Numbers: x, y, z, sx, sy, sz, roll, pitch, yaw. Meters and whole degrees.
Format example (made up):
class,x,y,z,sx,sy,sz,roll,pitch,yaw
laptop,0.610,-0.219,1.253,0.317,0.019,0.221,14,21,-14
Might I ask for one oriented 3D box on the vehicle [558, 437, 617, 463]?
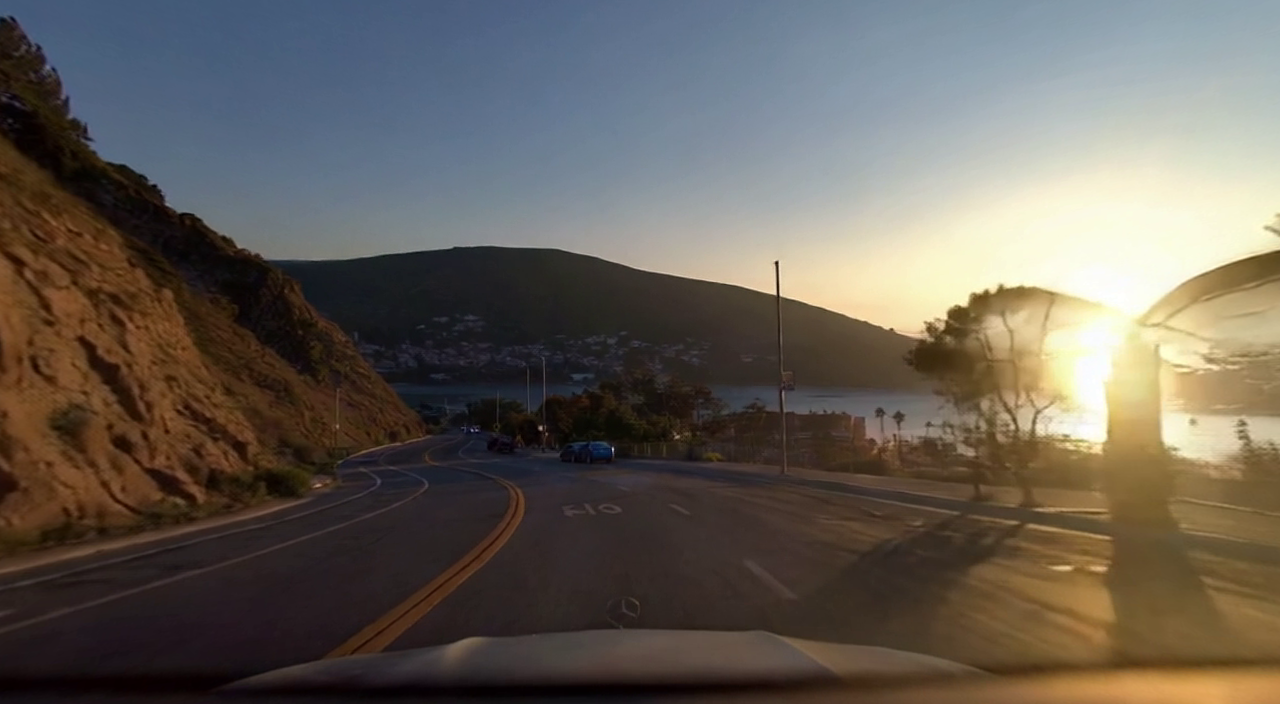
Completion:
class,x,y,z,sx,sy,sz,roll,pitch,yaw
vehicle,-3.458,6.644,42.838,2.064,1.667,4.453,-4,-10,24
